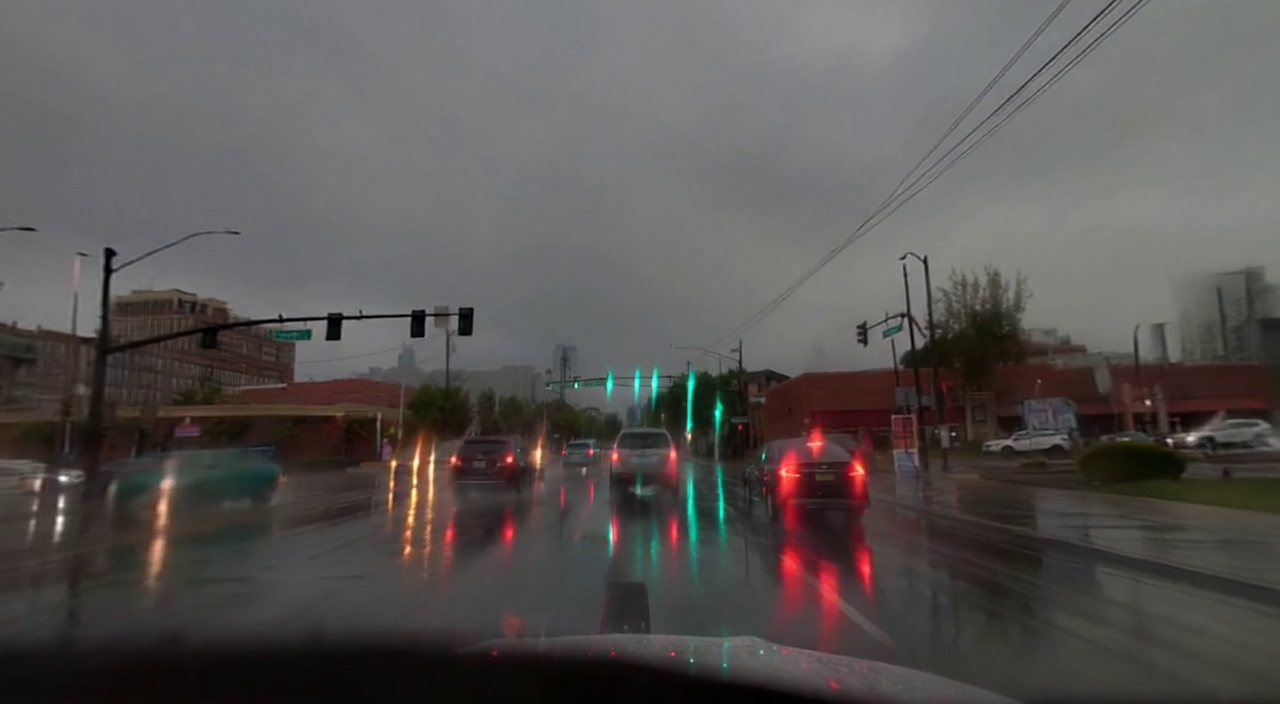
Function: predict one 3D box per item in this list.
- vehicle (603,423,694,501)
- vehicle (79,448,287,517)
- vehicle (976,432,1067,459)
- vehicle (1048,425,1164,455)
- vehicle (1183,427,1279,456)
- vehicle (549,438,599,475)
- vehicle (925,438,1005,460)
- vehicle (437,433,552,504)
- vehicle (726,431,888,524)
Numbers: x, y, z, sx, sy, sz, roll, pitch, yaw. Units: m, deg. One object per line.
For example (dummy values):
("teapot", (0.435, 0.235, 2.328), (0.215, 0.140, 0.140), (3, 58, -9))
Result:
("vehicle", (0.239, 2.811, 16.433), (2.075, 1.770, 4.018), (0, -8, 1))
("vehicle", (-11.391, 3.230, 16.218), (1.900, 1.494, 4.489), (0, -8, 1))
("vehicle", (23.216, 5.714, 38.505), (4.236, 1.617, 1.832), (-1, -9, 10))
("vehicle", (29.814, 5.707, 40.531), (5.516, 1.780, 2.064), (-2, -9, 9))
("vehicle", (37.139, 5.571, 39.251), (4.409, 1.696, 2.180), (-2, -9, 12))
("vehicle", (-3.086, 5.006, 30.286), (1.894, 1.642, 3.861), (0, -8, 2))
("vehicle", (21.517, 6.434, 41.851), (4.315, 1.461, 1.803), (-1, -9, 6))
("vehicle", (-3.625, 2.974, 16.514), (1.886, 1.599, 4.247), (0, -8, 2))
("vehicle", (2.997, 2.356, 12.426), (2.030, 1.492, 4.383), (0, -8, 1))
